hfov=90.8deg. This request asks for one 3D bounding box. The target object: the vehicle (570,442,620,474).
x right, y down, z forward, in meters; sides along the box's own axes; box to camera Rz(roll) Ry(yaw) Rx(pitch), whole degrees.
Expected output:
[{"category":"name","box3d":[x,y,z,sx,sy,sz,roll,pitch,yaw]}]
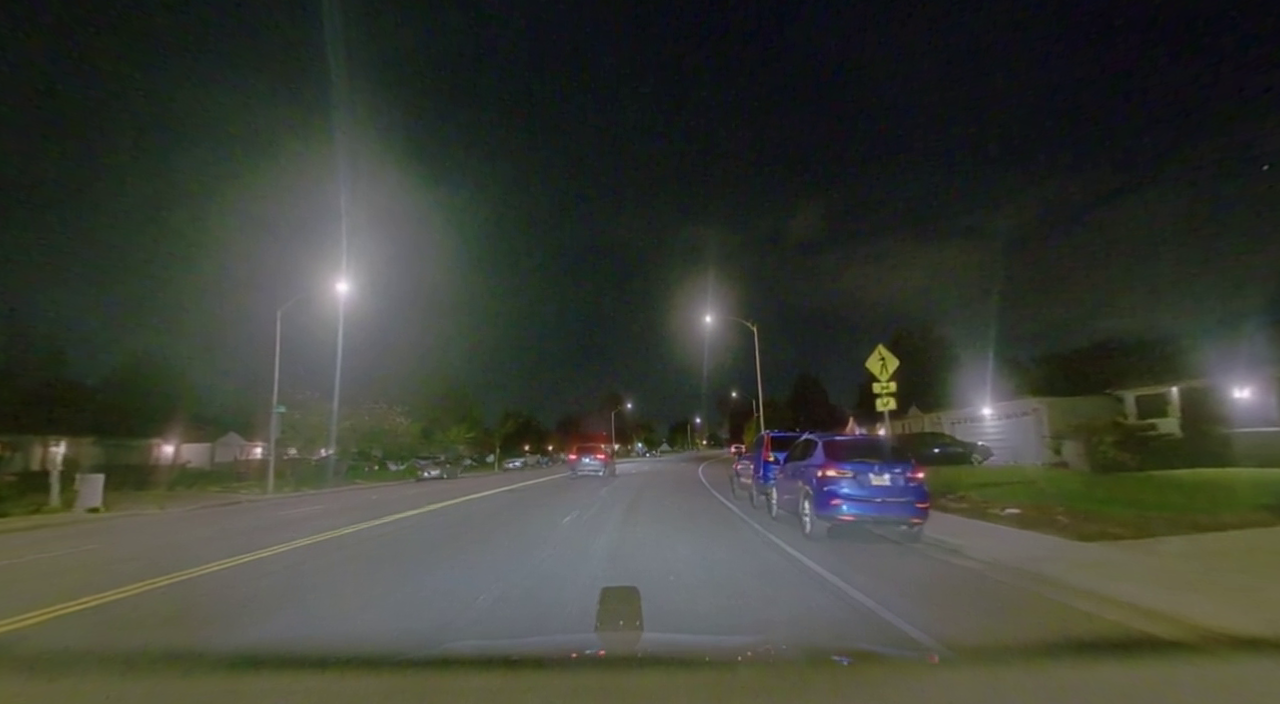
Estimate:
[{"category":"vehicle","box3d":[-2.534,6.101,36.608,2.135,1.731,4.232,-1,-9,6]}]

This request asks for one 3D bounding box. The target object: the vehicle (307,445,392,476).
[{"category":"vehicle","box3d":[-19.079,7.157,41.624,4.628,1.808,1.899,0,-12,7]}]

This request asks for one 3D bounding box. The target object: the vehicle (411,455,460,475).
[{"category":"vehicle","box3d":[-15.621,8.623,48.556,1.872,1.396,4.150,-1,-9,8]}]

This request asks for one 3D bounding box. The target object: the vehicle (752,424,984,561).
[{"category":"vehicle","box3d":[3.445,2.220,10.842,2.147,1.725,4.927,2,-8,0]}]
